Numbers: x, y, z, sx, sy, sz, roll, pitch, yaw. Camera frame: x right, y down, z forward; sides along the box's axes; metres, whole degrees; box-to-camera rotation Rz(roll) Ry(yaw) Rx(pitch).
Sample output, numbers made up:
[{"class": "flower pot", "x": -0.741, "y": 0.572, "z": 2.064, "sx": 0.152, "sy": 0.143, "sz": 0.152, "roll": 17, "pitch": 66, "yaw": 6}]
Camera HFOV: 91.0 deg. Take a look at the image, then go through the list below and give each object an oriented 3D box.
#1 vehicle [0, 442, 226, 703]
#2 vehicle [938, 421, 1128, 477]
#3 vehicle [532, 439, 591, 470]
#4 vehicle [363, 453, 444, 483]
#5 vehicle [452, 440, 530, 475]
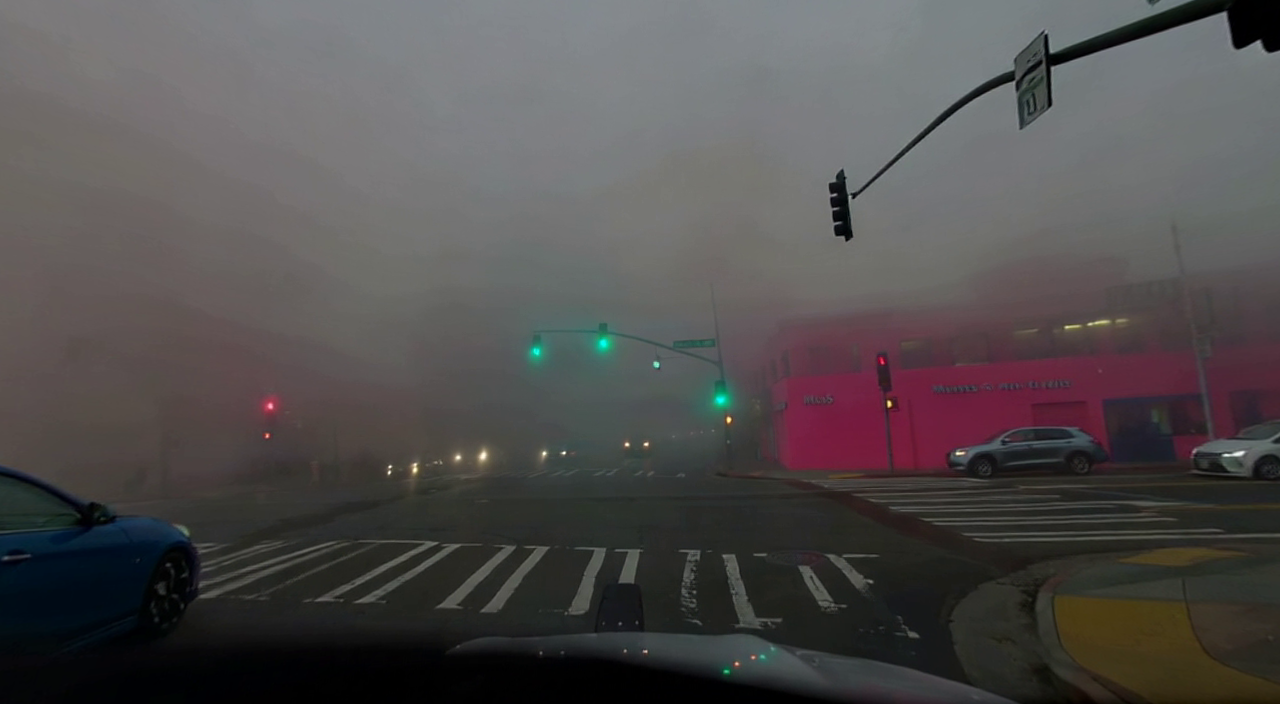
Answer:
[{"class": "vehicle", "x": -3.752, "y": 0.970, "z": 2.145, "sx": 1.759, "sy": 1.325, "sz": 4.295, "roll": 0, "pitch": -9, "yaw": 0}, {"class": "vehicle", "x": 11.567, "y": 2.890, "z": 18.802, "sx": 4.355, "sy": 1.546, "sz": 1.820, "roll": -1, "pitch": -9, "yaw": 6}, {"class": "vehicle", "x": -4.495, "y": 5.982, "z": 36.873, "sx": 1.928, "sy": 1.647, "sz": 4.575, "roll": -2, "pitch": -9, "yaw": 13}, {"class": "vehicle", "x": -12.589, "y": 6.168, "z": 33.868, "sx": 1.976, "sy": 1.425, "sz": 4.567, "roll": -1, "pitch": -9, "yaw": 10}, {"class": "vehicle", "x": -8.378, "y": 5.974, "z": 36.054, "sx": 2.152, "sy": 1.825, "sz": 5.406, "roll": -2, "pitch": -9, "yaw": 12}]
